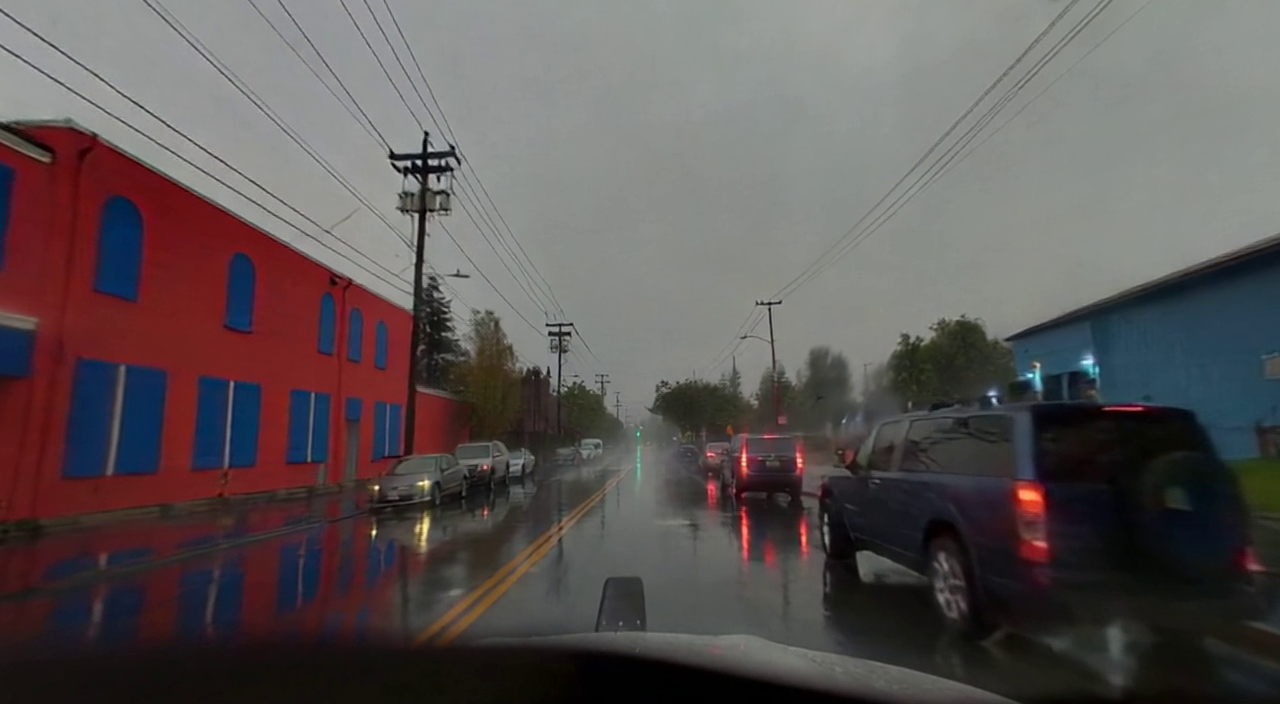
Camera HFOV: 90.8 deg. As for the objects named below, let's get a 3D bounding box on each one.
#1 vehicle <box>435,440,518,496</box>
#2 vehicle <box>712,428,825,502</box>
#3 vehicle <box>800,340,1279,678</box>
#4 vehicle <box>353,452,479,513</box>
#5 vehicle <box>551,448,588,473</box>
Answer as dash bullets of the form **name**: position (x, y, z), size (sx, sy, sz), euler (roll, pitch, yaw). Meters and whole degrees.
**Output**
- **vehicle**: position (-6.039, 4.305, 23.872), size (1.983, 1.809, 4.503), euler (-2, -9, -1)
- **vehicle**: position (3.467, 3.157, 18.063), size (2.182, 1.824, 4.622), euler (0, -9, -1)
- **vehicle**: position (3.306, 1.281, 6.246), size (2.263, 1.996, 4.870), euler (0, -9, 1)
- **vehicle**: position (-6.176, 3.616, 18.075), size (1.844, 1.486, 4.474), euler (0, -9, 2)
- **vehicle**: position (-5.324, 8.269, 48.257), size (1.910, 1.488, 3.999), euler (-5, -7, 5)
